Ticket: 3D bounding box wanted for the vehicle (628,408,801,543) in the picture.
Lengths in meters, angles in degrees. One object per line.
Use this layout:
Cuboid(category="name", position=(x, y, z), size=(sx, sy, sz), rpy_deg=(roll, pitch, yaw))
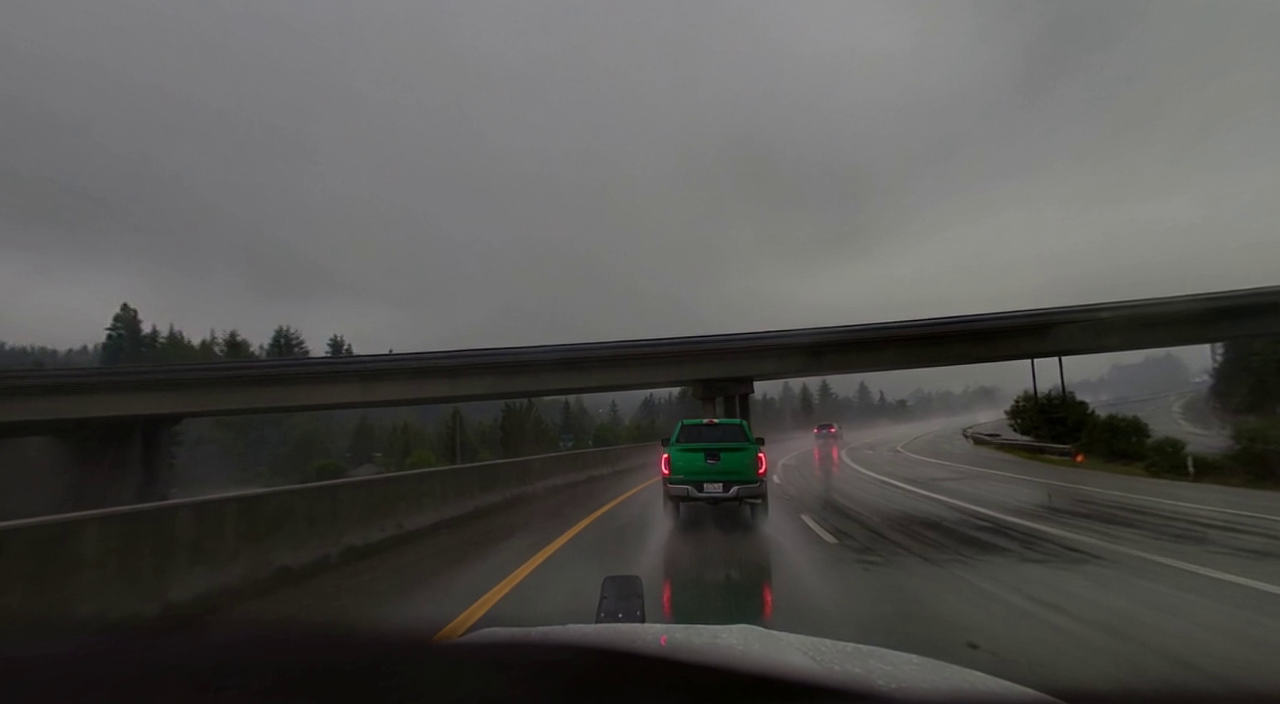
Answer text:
Cuboid(category="vehicle", position=(1.195, 1.931, 10.467), size=(2.235, 1.716, 4.435), rpy_deg=(-1, -9, 6))
